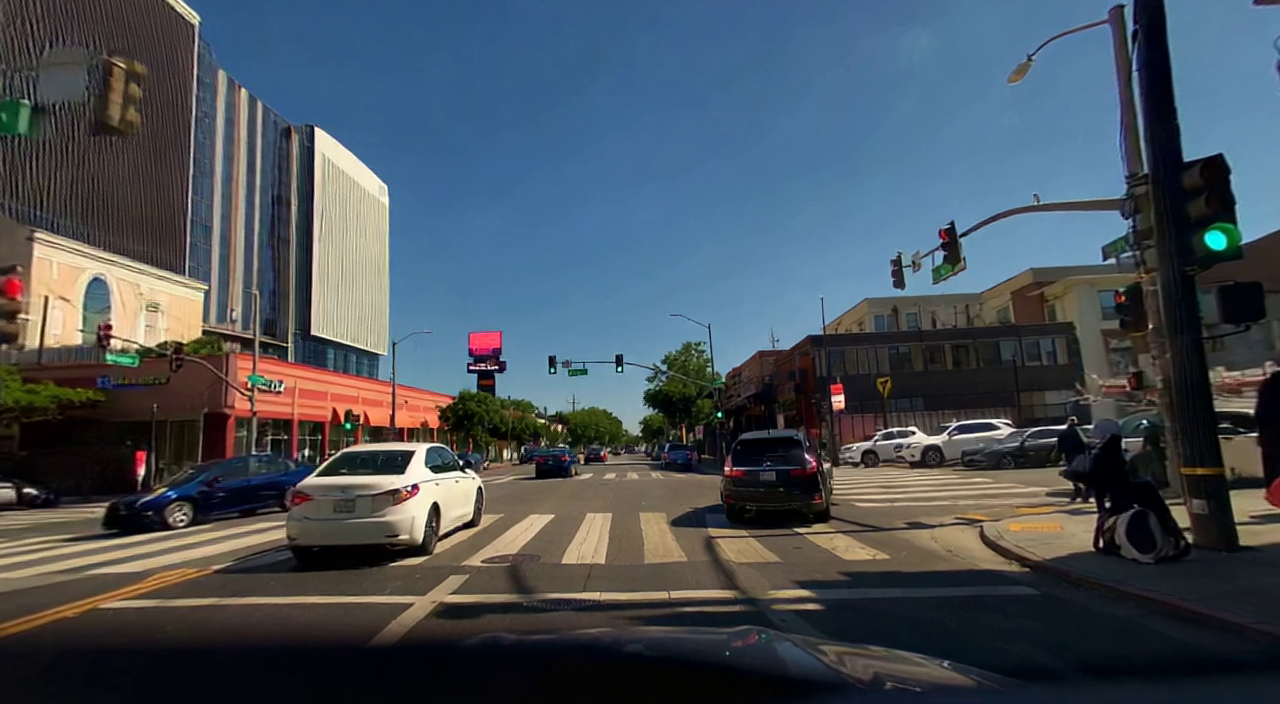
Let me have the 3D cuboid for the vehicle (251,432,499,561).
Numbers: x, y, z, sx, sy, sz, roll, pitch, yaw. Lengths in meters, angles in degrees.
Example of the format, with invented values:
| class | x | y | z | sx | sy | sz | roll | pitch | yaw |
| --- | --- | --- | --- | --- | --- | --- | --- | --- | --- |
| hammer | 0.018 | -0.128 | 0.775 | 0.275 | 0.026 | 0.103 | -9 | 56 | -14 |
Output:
| class | x | y | z | sx | sy | sz | roll | pitch | yaw |
| --- | --- | --- | --- | --- | --- | --- | --- | --- | --- |
| vehicle | -3.530 | 1.969 | 9.278 | 1.973 | 1.496 | 3.713 | 0 | -8 | 1 |

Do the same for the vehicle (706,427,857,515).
| class | x | y | z | sx | sy | sz | roll | pitch | yaw |
| --- | --- | --- | --- | --- | --- | --- | --- | --- | --- |
| vehicle | 3.147 | 2.388 | 13.210 | 2.153 | 1.480 | 4.540 | -4 | -9 | 24 |

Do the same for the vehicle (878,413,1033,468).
| class | x | y | z | sx | sy | sz | roll | pitch | yaw |
| --- | --- | --- | --- | --- | --- | --- | --- | --- | --- |
| vehicle | 12.603 | 3.568 | 25.465 | 5.004 | 1.771 | 2.159 | -4 | -8 | 1 |

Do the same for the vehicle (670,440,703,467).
| class | x | y | z | sx | sy | sz | roll | pitch | yaw |
| --- | --- | --- | --- | --- | --- | --- | --- | --- | --- |
| vehicle | 3.193 | 7.042 | 44.042 | 1.924 | 1.765 | 3.954 | 0 | -8 | -2 |

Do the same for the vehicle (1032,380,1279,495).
| class | x | y | z | sx | sy | sz | roll | pitch | yaw |
| --- | --- | --- | --- | --- | --- | --- | --- | --- | --- |
| vehicle | 11.907 | 1.811 | 13.411 | 5.523 | 2.219 | 2.251 | 0 | -8 | 1 |

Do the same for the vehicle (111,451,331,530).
| class | x | y | z | sx | sy | sz | roll | pitch | yaw |
| --- | --- | --- | --- | --- | --- | --- | --- | --- | --- |
| vehicle | -9.239 | 3.048 | 14.495 | 1.922 | 1.457 | 4.494 | 0 | -8 | 1 |

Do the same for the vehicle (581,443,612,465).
| class | x | y | z | sx | sy | sz | roll | pitch | yaw |
| --- | --- | --- | --- | --- | --- | --- | --- | --- | --- |
| vehicle | -3.141 | 7.375 | 45.856 | 1.888 | 1.489 | 3.863 | 0 | -8 | 1 |

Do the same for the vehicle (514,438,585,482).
| class | x | y | z | sx | sy | sz | roll | pitch | yaw |
| --- | --- | --- | --- | --- | --- | --- | --- | --- | --- |
| vehicle | -3.316 | 4.076 | 24.074 | 1.916 | 1.487 | 4.535 | 0 | -8 | 2 |
